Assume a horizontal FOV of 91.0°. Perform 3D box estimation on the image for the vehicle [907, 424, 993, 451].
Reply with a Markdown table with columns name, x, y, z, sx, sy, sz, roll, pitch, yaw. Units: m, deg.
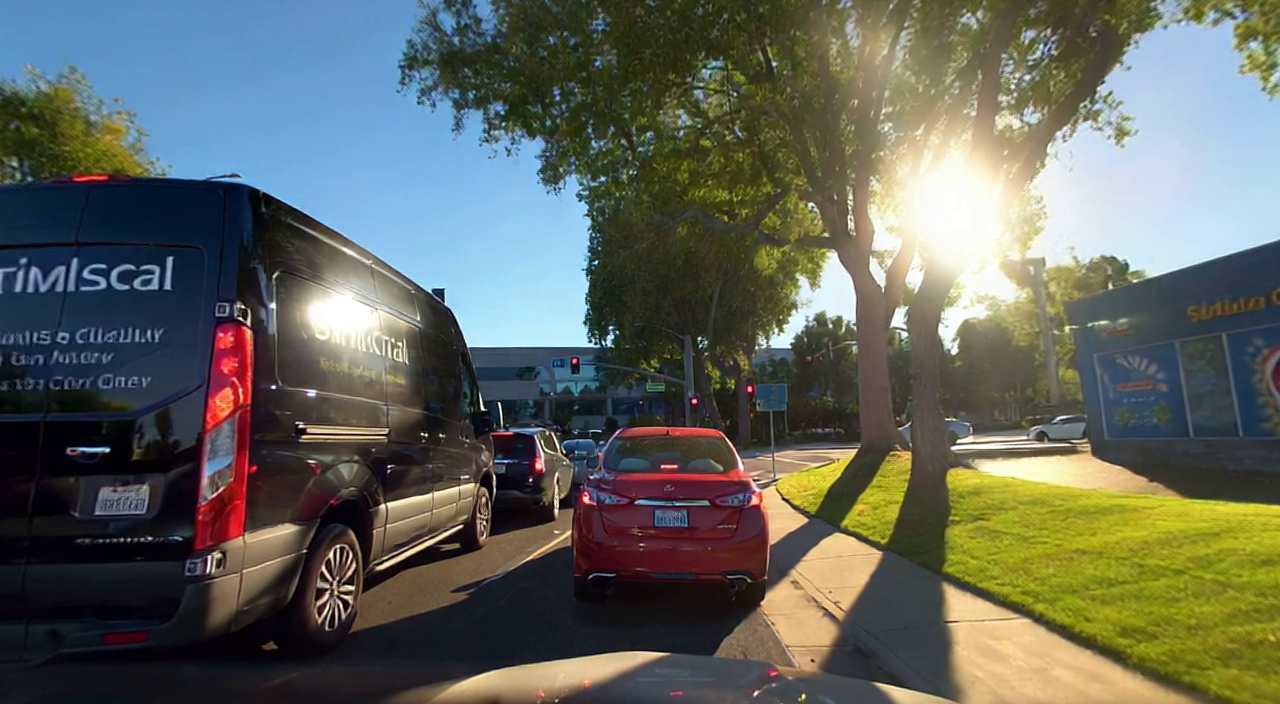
| name | x | y | z | sx | sy | sz | roll | pitch | yaw |
| --- | --- | --- | --- | --- | --- | --- | --- | --- | --- |
| vehicle | 21.928 | 6.096 | 44.575 | 5.021 | 1.848 | 2.210 | 1 | -9 | -9 |

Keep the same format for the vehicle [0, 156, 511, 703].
| name | x | y | z | sx | sy | sz | roll | pitch | yaw |
| --- | --- | --- | --- | --- | --- | --- | --- | --- | --- |
| vehicle | -3.131 | 0.908 | 5.850 | 2.555 | 3.035 | 5.702 | 0 | -8 | 1 |

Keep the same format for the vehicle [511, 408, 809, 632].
| name | x | y | z | sx | sy | sz | roll | pitch | yaw |
| --- | --- | --- | --- | --- | --- | --- | --- | --- | --- |
| vehicle | 0.301 | 1.666 | 7.299 | 2.398 | 1.773 | 4.254 | -1 | -8 | 4 |

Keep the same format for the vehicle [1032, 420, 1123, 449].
| name | x | y | z | sx | sy | sz | roll | pitch | yaw |
| --- | --- | --- | --- | --- | --- | --- | --- | --- | --- |
| vehicle | 32.050 | 6.079 | 46.167 | 5.084 | 2.041 | 2.360 | 2 | -9 | -10 |
